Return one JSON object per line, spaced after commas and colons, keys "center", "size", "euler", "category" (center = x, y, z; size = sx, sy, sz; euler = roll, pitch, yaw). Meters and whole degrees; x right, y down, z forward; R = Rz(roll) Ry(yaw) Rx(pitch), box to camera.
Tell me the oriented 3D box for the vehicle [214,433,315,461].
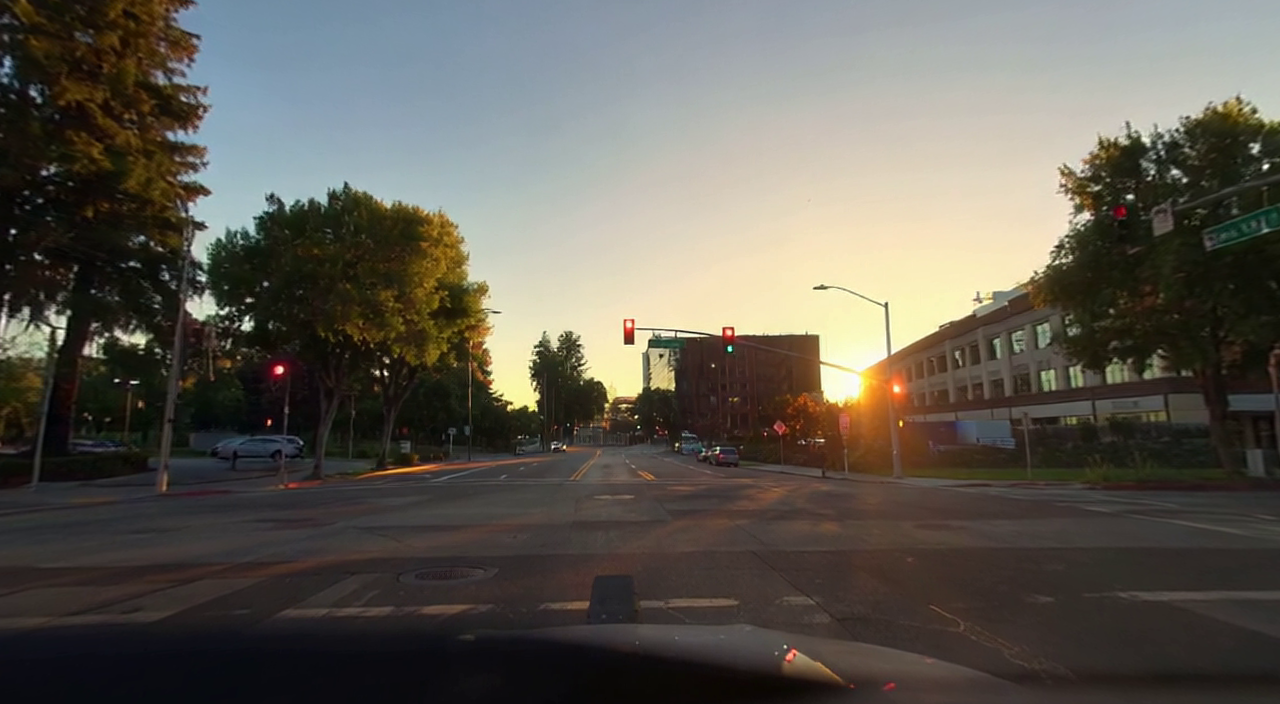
{"center": [-22.390, 5.683, 37.856], "size": [4.765, 1.593, 1.891], "euler": [1, -9, -7], "category": "vehicle"}
